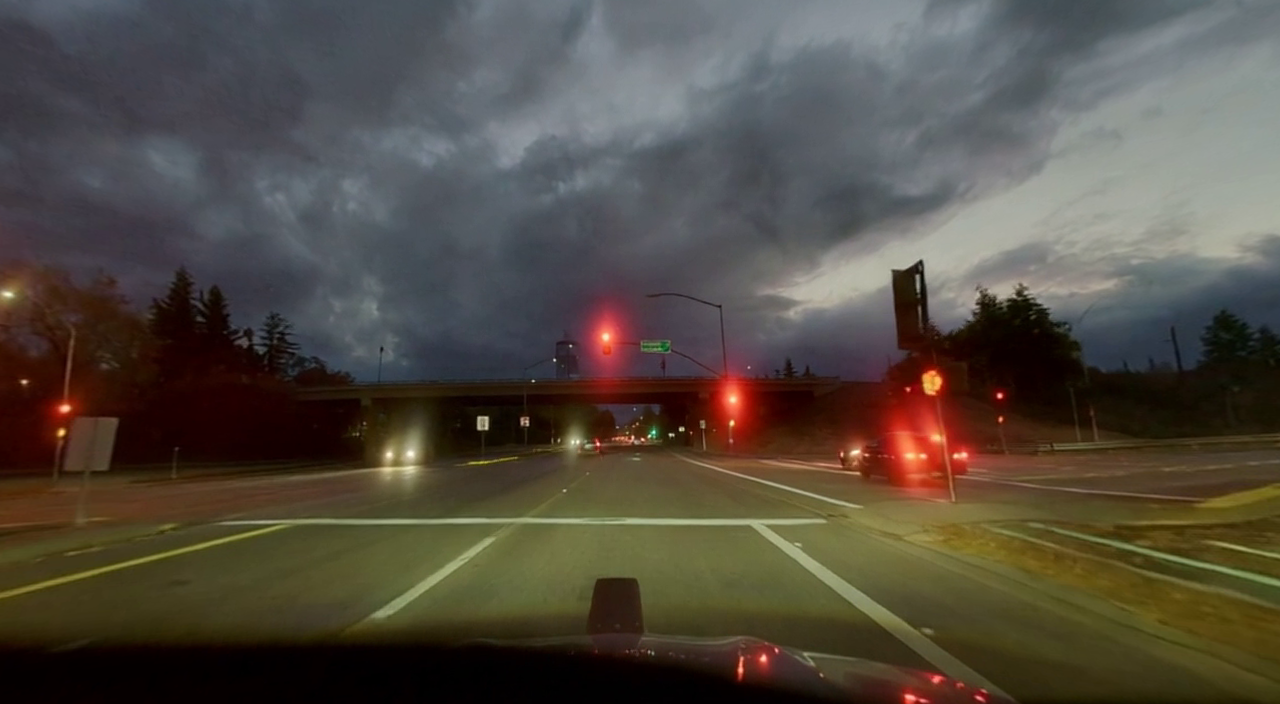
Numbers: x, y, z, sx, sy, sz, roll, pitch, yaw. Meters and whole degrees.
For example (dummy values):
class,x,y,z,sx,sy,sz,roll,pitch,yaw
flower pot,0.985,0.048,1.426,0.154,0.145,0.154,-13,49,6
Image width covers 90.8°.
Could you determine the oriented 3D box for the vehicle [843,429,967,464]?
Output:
class,x,y,z,sx,sy,sz,roll,pitch,yaw
vehicle,11.650,4.160,27.888,4.691,1.466,1.800,1,-9,-7
